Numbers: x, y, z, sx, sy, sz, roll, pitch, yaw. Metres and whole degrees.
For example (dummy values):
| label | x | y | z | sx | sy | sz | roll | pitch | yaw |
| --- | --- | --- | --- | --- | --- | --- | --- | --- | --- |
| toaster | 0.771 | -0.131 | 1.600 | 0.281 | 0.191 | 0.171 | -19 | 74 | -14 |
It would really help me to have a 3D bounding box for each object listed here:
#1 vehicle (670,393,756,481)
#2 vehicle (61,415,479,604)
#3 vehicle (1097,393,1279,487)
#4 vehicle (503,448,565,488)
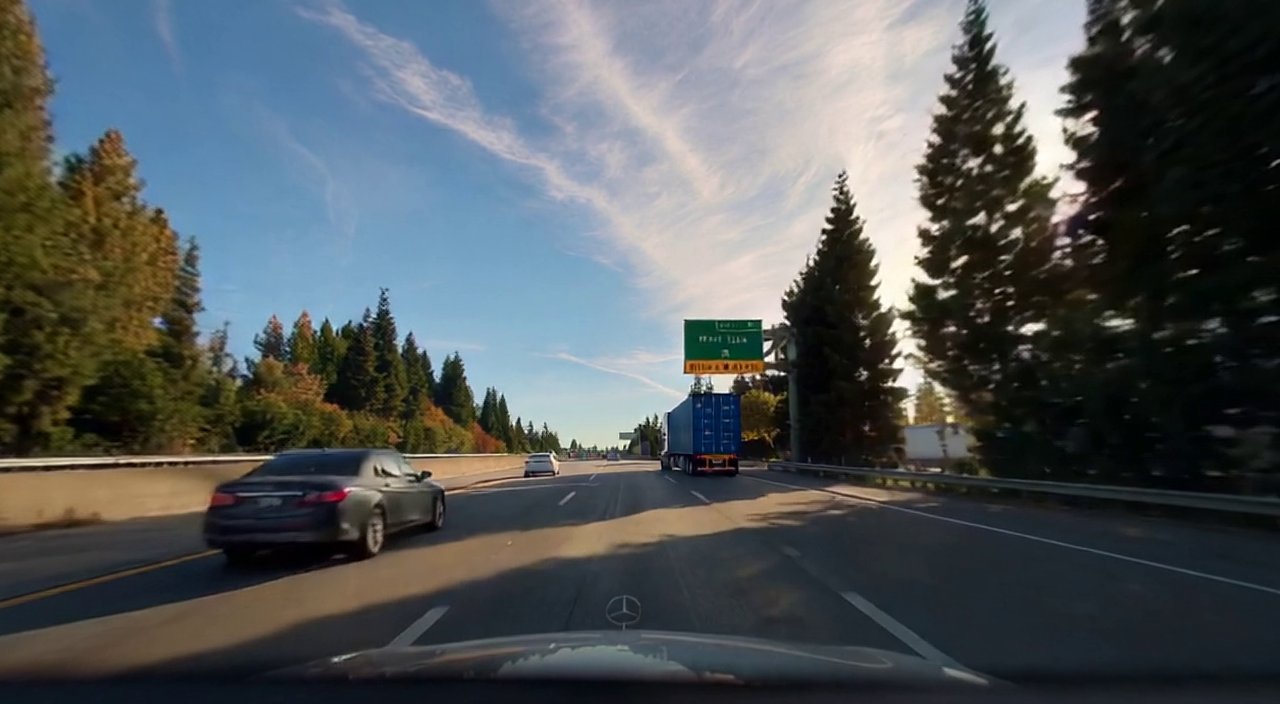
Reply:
| label | x | y | z | sx | sy | sz | roll | pitch | yaw |
| --- | --- | --- | --- | --- | --- | --- | --- | --- | --- |
| vehicle | 3.683 | 4.925 | 35.561 | 2.821 | 4.046 | 12.876 | 0 | -9 | -2 |
| vehicle | -3.954 | 1.803 | 8.222 | 2.370 | 1.647 | 5.091 | 0 | -9 | 0 |
| vehicle | 28.857 | 4.132 | 29.409 | 2.986 | 4.013 | 13.935 | 1 | -9 | -8 |
| vehicle | -4.415 | 4.895 | 26.880 | 2.063 | 1.532 | 3.763 | 0 | -9 | -1 |
